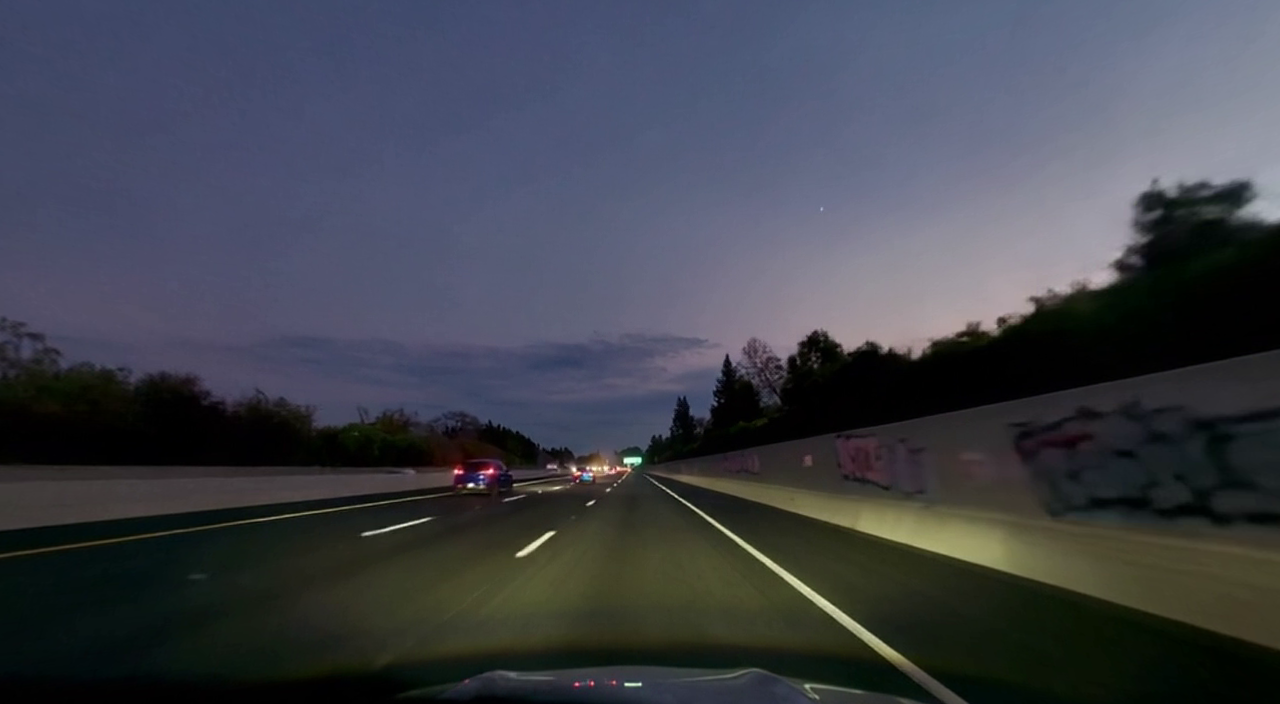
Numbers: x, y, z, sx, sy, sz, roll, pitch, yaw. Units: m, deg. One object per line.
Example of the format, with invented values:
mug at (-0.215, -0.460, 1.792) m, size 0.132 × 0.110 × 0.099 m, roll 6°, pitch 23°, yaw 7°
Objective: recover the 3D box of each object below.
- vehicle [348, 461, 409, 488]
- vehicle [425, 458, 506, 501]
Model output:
vehicle at (-19.083, 8.974, 46.242) m, size 2.278 × 1.773 × 4.993 m, roll 1°, pitch -10°, yaw 0°
vehicle at (-7.190, 5.321, 26.475) m, size 2.124 × 1.630 × 4.416 m, roll 1°, pitch -10°, yaw 0°
